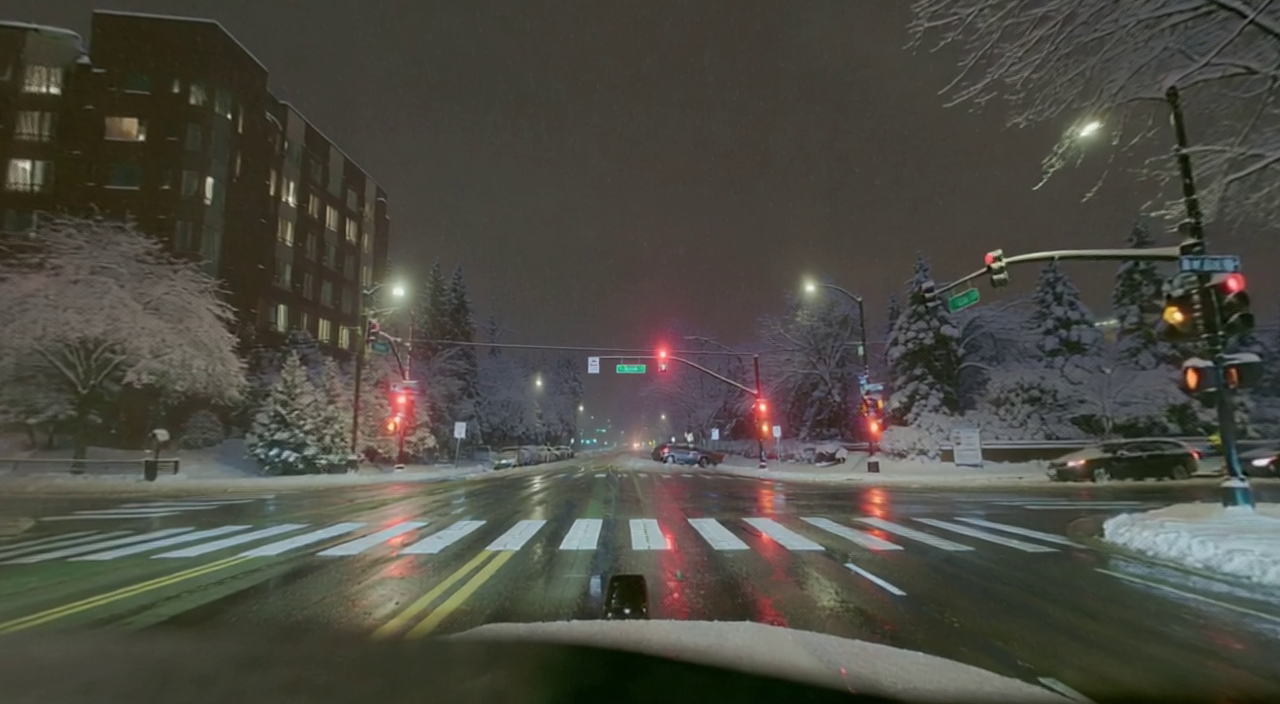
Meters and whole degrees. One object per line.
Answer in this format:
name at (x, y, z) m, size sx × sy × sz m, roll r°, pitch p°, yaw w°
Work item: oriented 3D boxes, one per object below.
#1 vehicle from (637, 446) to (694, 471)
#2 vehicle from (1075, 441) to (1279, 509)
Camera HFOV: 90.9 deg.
vehicle at (1.566, 6.771, 40.386) m, size 1.972 × 1.522 × 4.368 m, roll 3°, pitch -9°, yaw -23°
vehicle at (13.004, 2.792, 14.561) m, size 4.424 × 1.436 × 1.804 m, roll -1°, pitch -8°, yaw 5°
